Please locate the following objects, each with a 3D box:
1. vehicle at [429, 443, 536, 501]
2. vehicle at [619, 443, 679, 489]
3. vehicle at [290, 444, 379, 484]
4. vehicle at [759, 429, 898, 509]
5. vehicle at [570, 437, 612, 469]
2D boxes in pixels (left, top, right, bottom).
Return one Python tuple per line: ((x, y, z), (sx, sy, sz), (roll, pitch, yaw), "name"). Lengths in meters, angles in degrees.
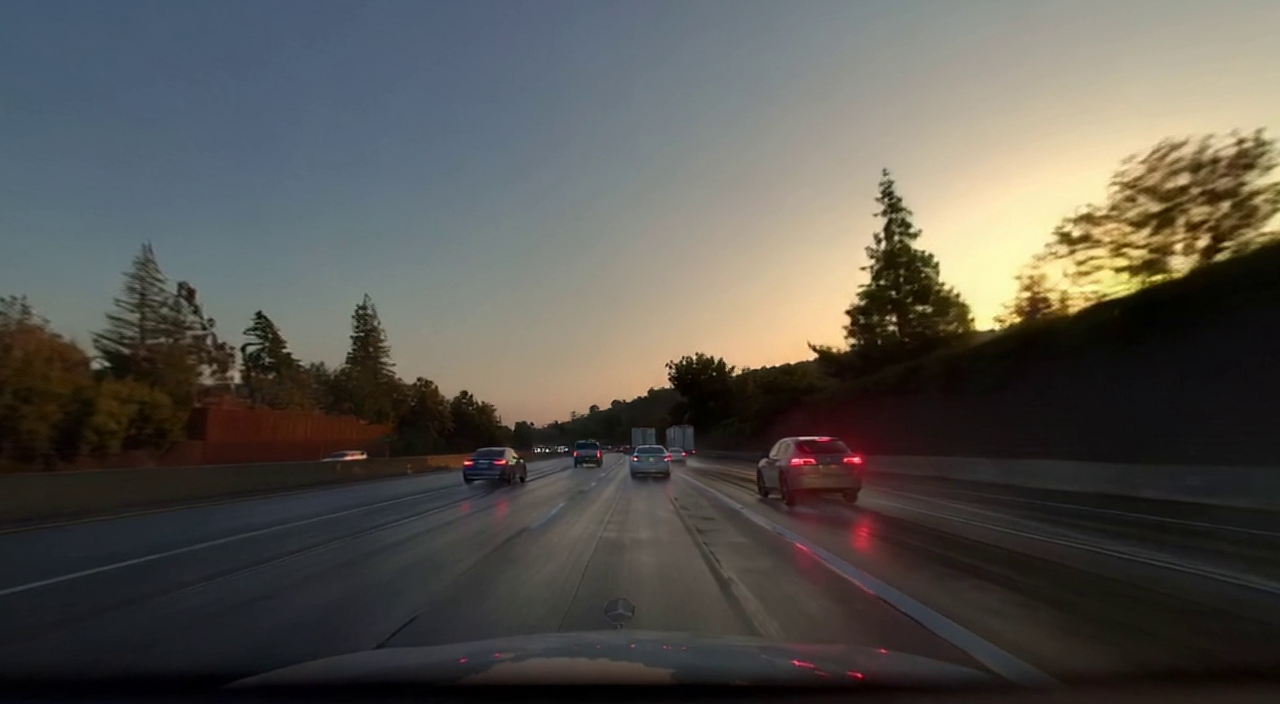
((-4.481, 3.484, 18.589), (1.967, 1.473, 4.439), (0, -9, 1), "vehicle")
((0.310, 4.213, 23.502), (2.015, 1.526, 4.286), (0, -9, 0), "vehicle")
((-16.056, 5.898, 33.312), (2.126, 1.959, 4.926), (-1, -9, 1), "vehicle")
((4.337, 2.777, 15.235), (2.018, 1.639, 4.149), (0, -9, -1), "vehicle")
((-3.197, 6.745, 41.780), (2.230, 1.973, 4.403), (-1, -9, 2), "vehicle")
